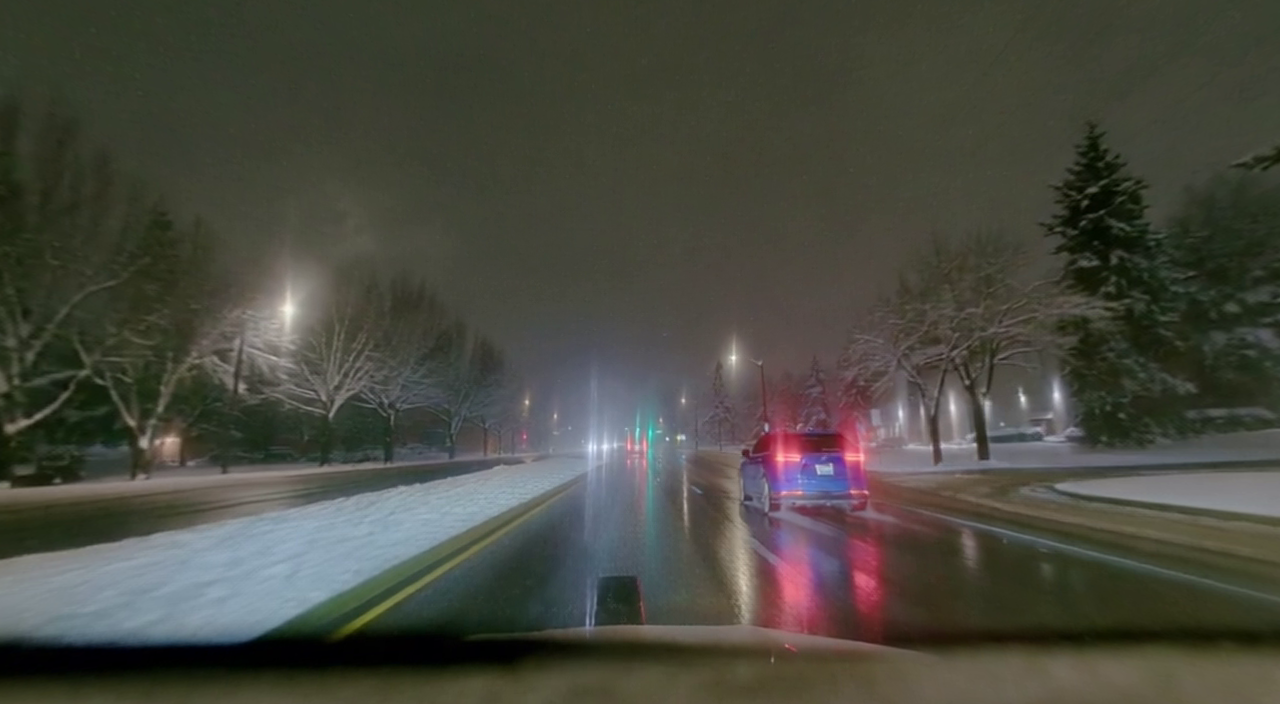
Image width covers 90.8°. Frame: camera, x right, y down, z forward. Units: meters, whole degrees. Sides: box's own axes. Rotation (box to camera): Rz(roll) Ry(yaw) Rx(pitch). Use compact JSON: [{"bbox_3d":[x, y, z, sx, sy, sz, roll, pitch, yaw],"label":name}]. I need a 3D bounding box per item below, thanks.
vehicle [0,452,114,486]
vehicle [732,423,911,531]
[{"bbox_3d":[-36.423,7.286,39.549,4.983,1.727,2.059,-2,-7,-4],"label":"vehicle"},{"bbox_3d":[3.181,2.287,12.160,2.060,1.665,4.284,0,-8,-1],"label":"vehicle"}]
